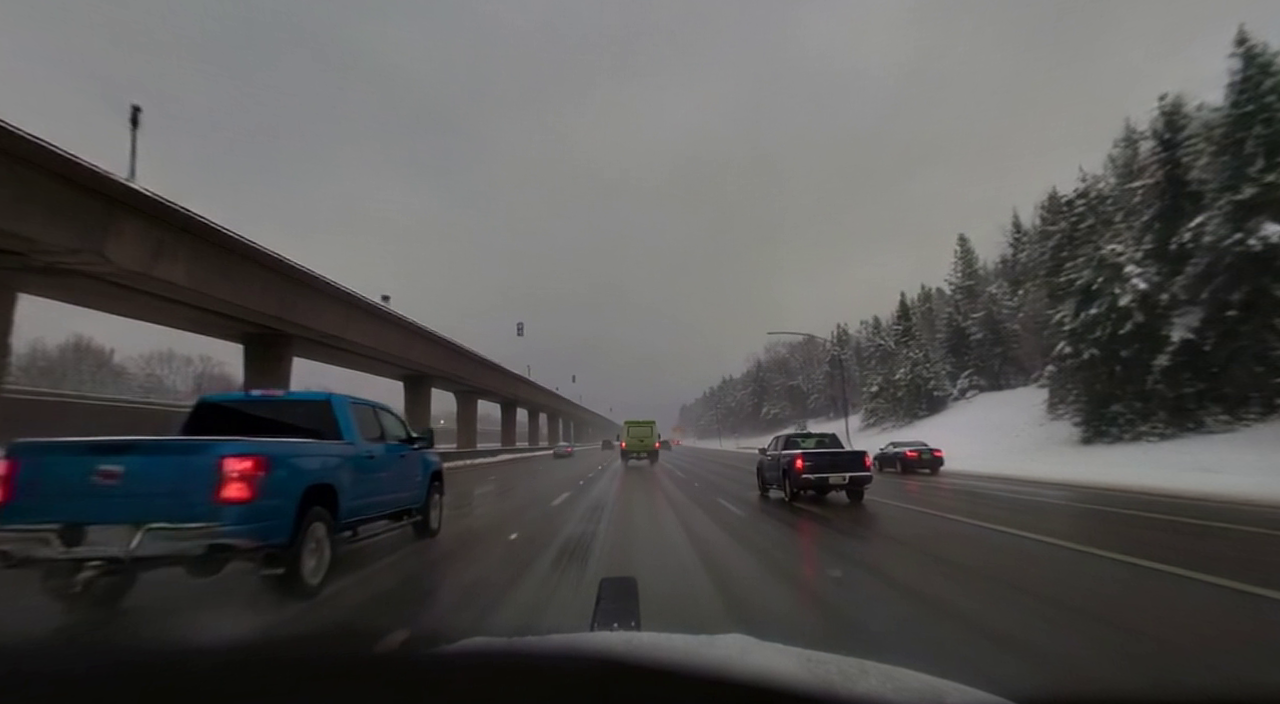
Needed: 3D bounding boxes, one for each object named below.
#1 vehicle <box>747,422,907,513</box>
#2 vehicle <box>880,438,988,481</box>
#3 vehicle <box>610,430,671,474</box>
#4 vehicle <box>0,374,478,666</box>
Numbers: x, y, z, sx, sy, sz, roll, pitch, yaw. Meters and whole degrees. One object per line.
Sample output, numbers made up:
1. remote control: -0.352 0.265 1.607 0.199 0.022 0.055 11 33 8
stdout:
1. vehicle: 3.784 2.419 13.661 2.119 1.653 4.000 0 -9 -1
2. vehicle: 10.978 4.036 23.972 1.961 1.480 4.331 0 -9 -1
3. vehicle: 0.039 4.651 29.614 2.572 1.837 5.693 0 -9 0
4. vehicle: -3.579 1.364 6.306 2.535 1.715 5.030 0 -9 1
